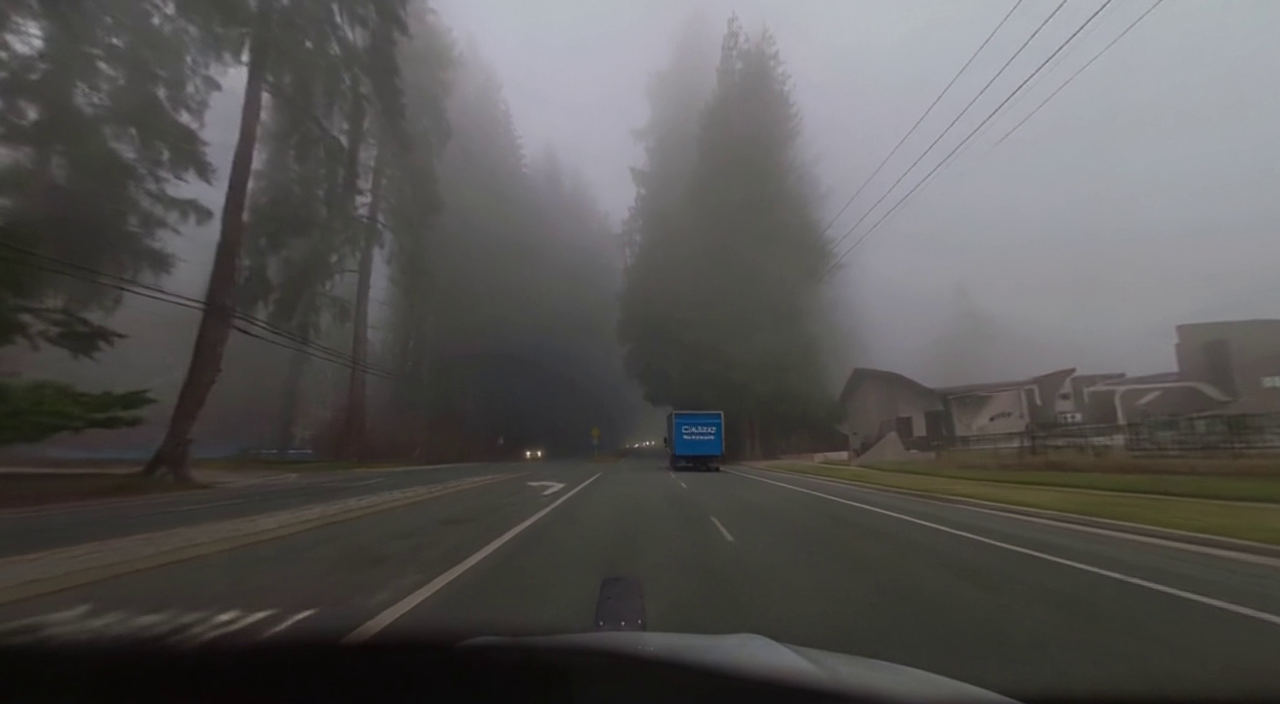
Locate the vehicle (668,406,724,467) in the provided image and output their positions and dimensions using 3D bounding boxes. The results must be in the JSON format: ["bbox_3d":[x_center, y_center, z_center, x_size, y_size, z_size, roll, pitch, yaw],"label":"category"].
[{"bbox_3d":[3.805,6.077,44.777,2.973,3.848,9.336,0,-8,-1],"label":"vehicle"}]
